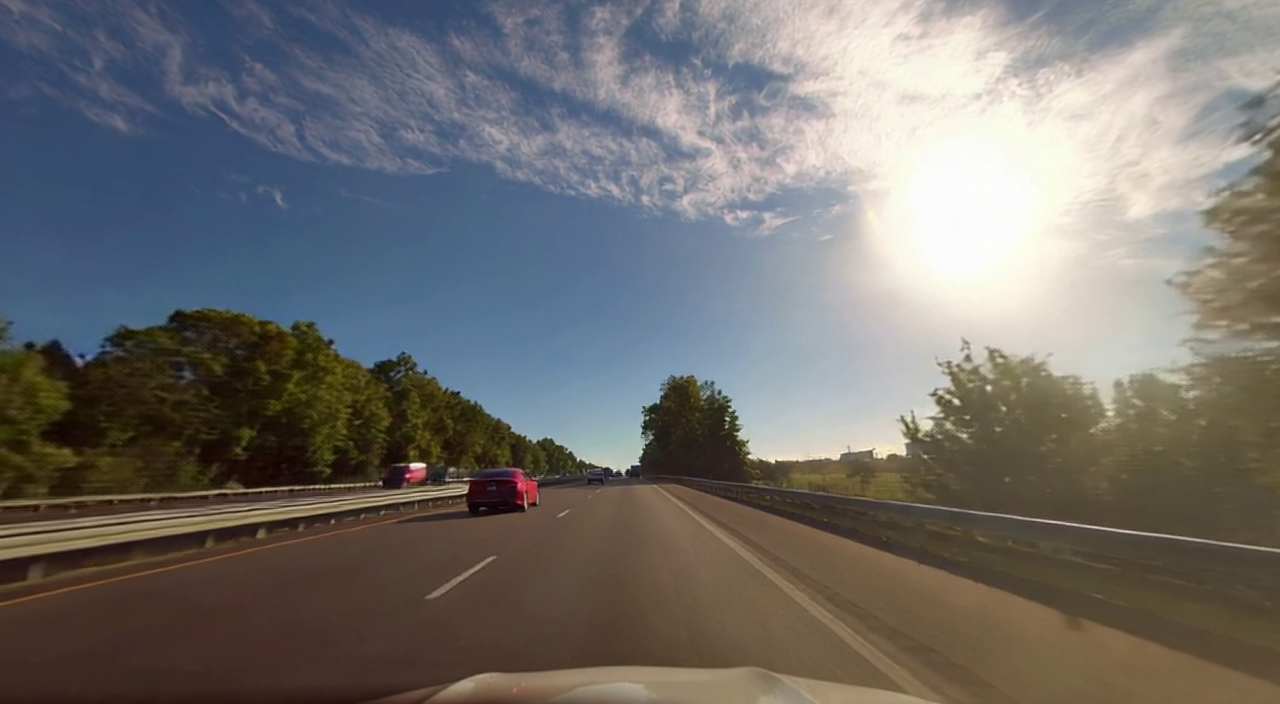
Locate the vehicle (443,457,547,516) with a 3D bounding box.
[{"bbox_3d":[-4.269,4.083,19.367,2.040,1.525,4.603,1,-11,1],"label":"vehicle"}]
